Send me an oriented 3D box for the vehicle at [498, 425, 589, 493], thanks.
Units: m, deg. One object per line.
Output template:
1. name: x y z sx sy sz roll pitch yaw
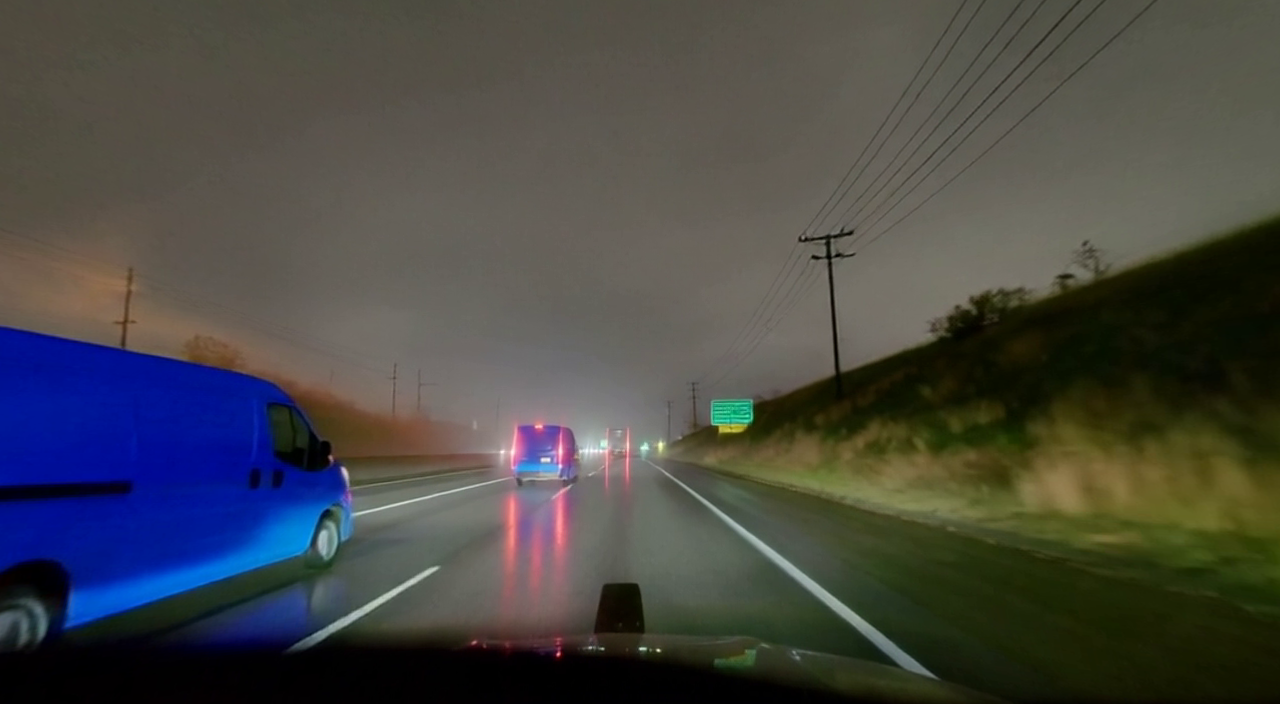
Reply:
1. vehicle: -3.068 3.580 21.348 2.197 2.011 5.130 0 -9 1

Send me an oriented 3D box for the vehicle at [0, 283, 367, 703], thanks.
1. vehicle: -3.930 0.891 3.981 2.145 2.010 4.980 0 -9 0
